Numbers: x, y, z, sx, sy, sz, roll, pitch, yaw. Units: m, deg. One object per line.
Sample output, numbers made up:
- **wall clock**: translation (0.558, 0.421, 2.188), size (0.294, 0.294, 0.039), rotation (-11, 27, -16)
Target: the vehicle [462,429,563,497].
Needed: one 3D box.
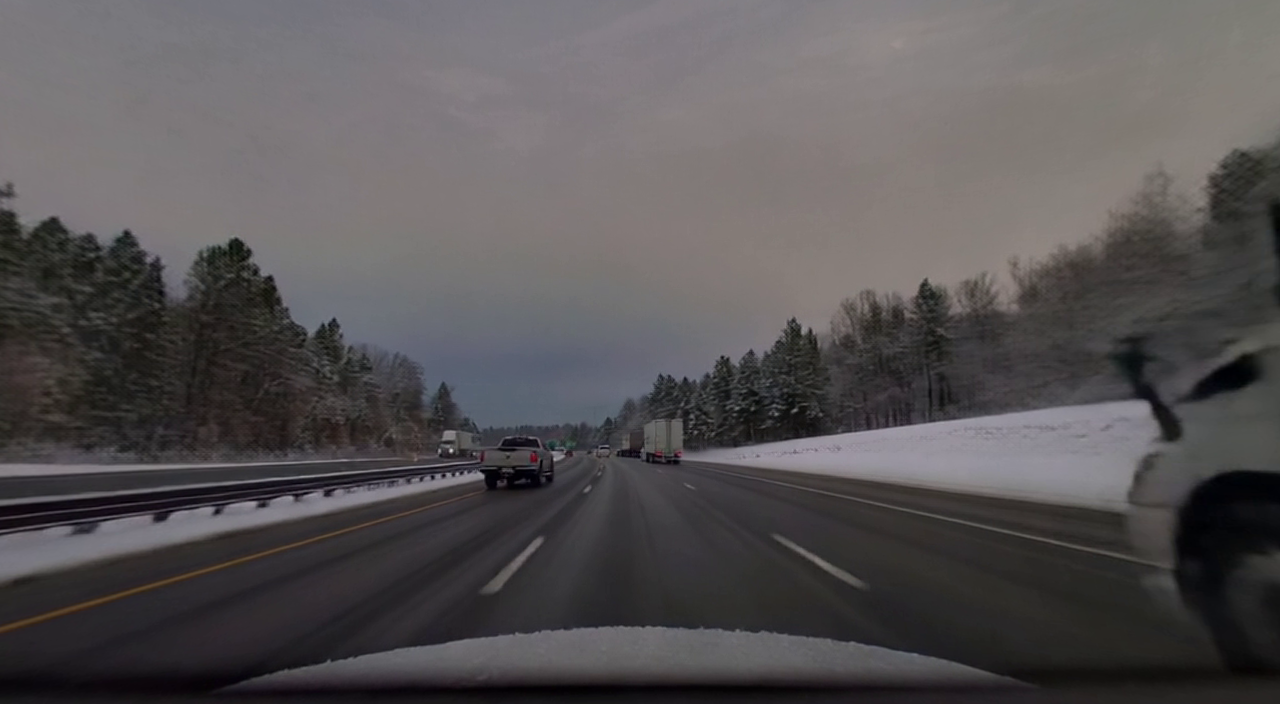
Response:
- **vehicle**: translation (-3.956, 3.571, 20.586), size (2.337, 1.942, 4.984), rotation (0, -9, -1)
